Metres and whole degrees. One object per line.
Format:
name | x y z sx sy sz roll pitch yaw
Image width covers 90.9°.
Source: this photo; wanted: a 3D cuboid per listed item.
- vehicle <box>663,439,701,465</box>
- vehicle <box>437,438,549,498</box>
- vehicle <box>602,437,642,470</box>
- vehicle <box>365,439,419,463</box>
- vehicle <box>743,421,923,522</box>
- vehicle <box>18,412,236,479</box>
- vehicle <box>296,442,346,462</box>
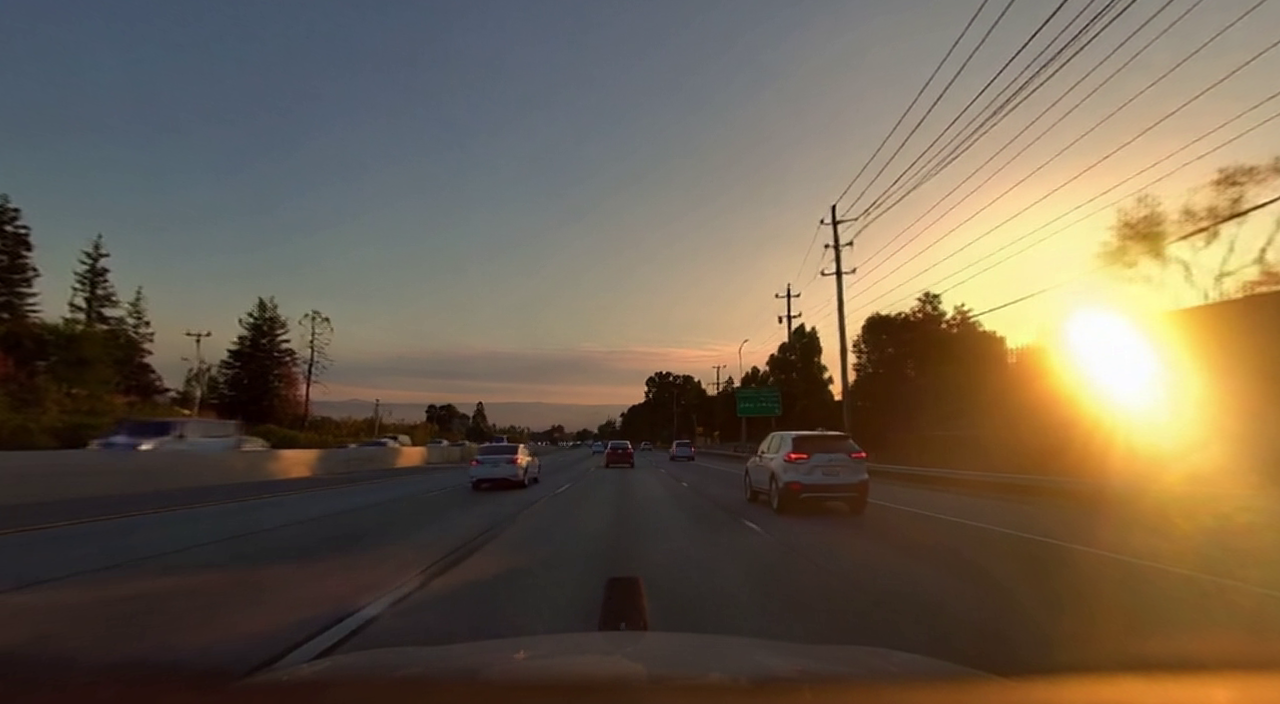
vehicle | 2.947 7.165 45.393 2.099 1.720 4.829 0 -8 -3
vehicle | -4.253 3.437 19.257 2.091 1.562 5.220 0 -8 1
vehicle | -1.039 5.867 36.570 2.192 1.769 4.287 0 -8 -2
vehicle | -17.252 6.896 44.030 1.984 1.524 4.452 0 -8 0
vehicle | 3.732 2.412 13.298 2.102 1.723 4.745 0 -8 -2
vehicle | -16.529 3.103 20.961 2.305 1.901 5.934 0 -8 -1
vehicle | -24.914 7.824 49.423 1.806 1.445 4.241 0 -8 -2
